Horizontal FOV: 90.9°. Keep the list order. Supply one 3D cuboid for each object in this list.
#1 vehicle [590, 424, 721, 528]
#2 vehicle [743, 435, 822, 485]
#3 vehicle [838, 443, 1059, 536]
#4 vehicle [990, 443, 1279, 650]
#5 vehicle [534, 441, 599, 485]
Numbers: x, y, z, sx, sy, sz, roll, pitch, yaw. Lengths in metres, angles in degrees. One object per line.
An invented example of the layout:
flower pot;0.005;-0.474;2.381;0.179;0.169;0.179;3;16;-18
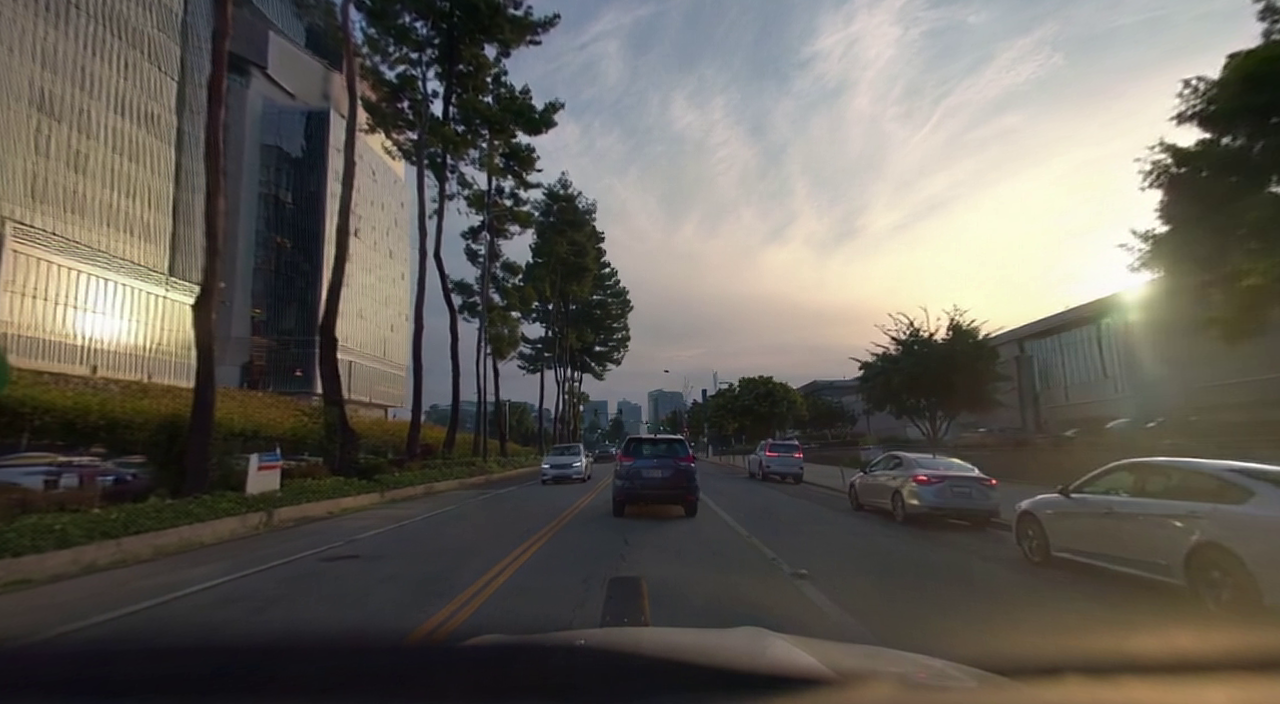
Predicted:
vehicle;0.272;2.300;12.152;2.105;1.653;3.887;0;-9;1
vehicle;5.659;4.353;25.722;2.059;1.813;4.637;0;-9;-1
vehicle;5.673;2.555;12.494;1.852;1.452;4.852;0;-9;-1
vehicle;5.538;1.615;5.946;1.809;1.478;4.623;0;-9;0
vehicle;-2.750;4.267;24.537;1.979;1.534;4.076;0;-9;1
